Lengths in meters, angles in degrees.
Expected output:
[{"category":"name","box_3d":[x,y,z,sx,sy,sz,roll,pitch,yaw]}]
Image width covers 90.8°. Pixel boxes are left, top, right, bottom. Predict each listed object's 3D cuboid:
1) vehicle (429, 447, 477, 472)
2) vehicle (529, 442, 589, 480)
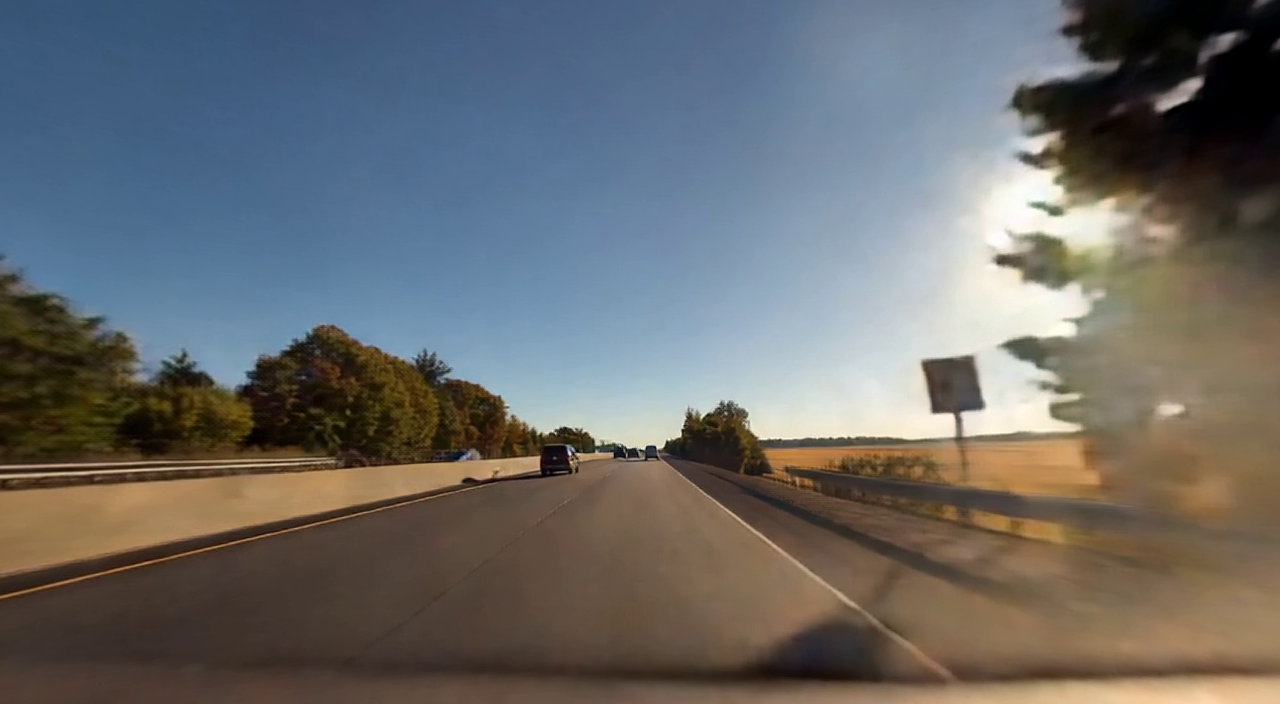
[{"category":"vehicle","box_3d":[-11.693,6.743,39.706,1.801,1.459,3.745,0,-9,2]},{"category":"vehicle","box_3d":[-3.863,5.295,30.908,2.188,1.692,4.623,0,-9,1]}]
